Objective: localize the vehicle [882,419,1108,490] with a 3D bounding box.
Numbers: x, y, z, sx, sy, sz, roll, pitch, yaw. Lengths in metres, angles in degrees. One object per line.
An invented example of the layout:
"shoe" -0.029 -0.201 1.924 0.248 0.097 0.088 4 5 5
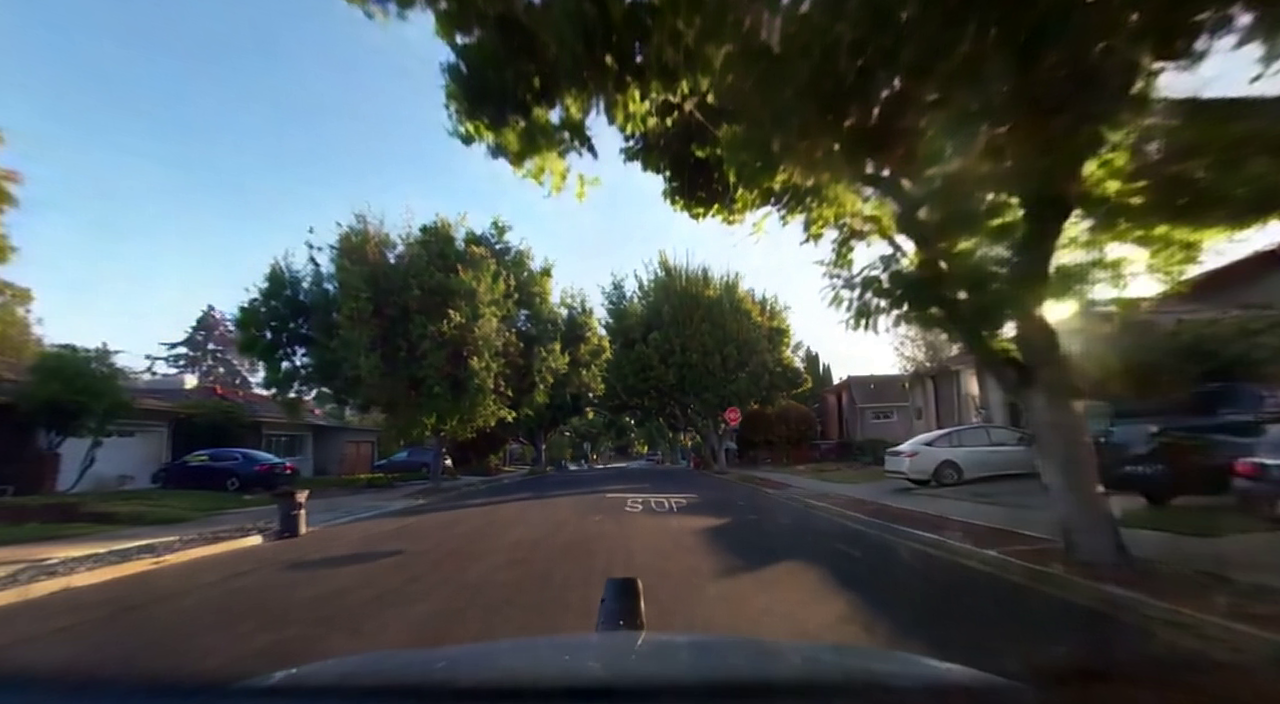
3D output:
"vehicle" 9.923 2.895 17.977 5.234 1.868 2.014 0 -9 -4

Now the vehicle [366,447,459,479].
"vehicle" -13.723 6.693 38.354 4.809 1.865 2.093 0 -9 -2

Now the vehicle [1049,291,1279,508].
"vehicle" 11.424 0.894 10.459 7.302 3.055 2.848 1 -8 -2

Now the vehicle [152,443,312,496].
"vehicle" -14.494 4.150 22.602 4.493 1.776 1.997 -1 -9 9
